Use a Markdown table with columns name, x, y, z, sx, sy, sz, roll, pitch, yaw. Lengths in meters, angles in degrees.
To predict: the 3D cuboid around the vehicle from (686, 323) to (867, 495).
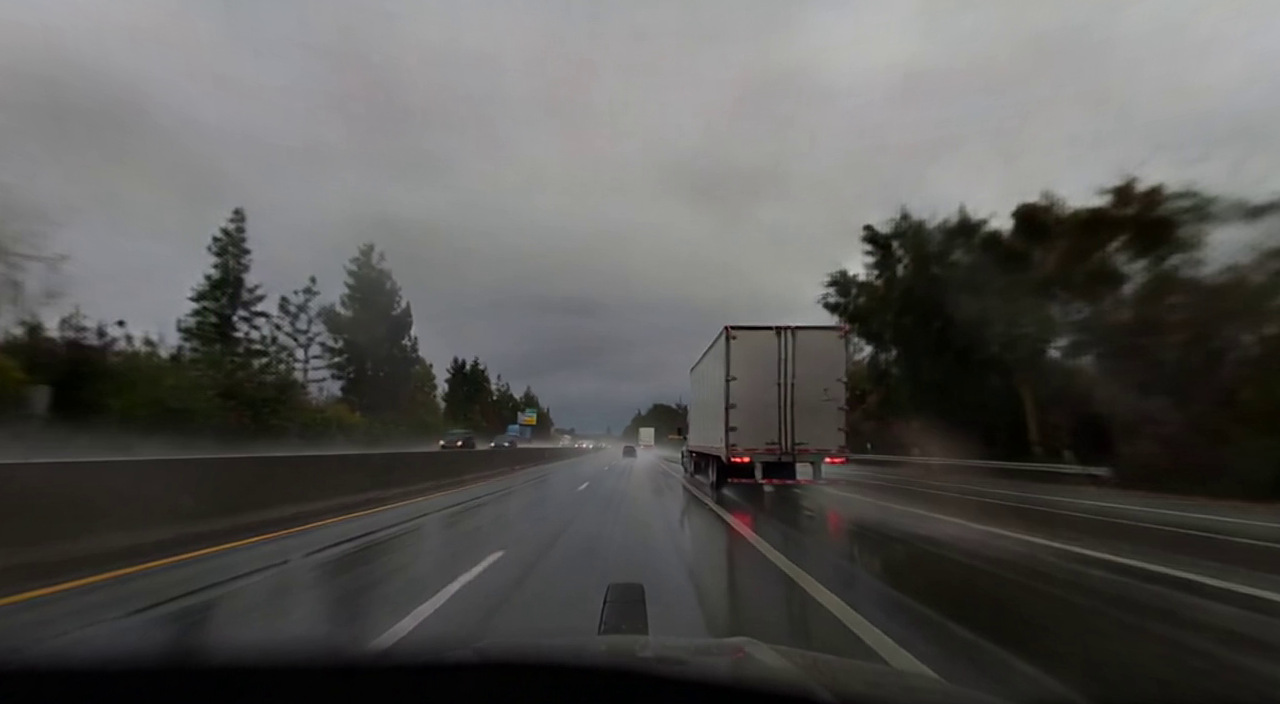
| name | x | y | z | sx | sy | sz | roll | pitch | yaw |
| --- | --- | --- | --- | --- | --- | --- | --- | --- | --- |
| vehicle | 3.861 | 2.422 | 22.659 | 3.323 | 4.262 | 14.056 | 0 | -9 | 0 |
